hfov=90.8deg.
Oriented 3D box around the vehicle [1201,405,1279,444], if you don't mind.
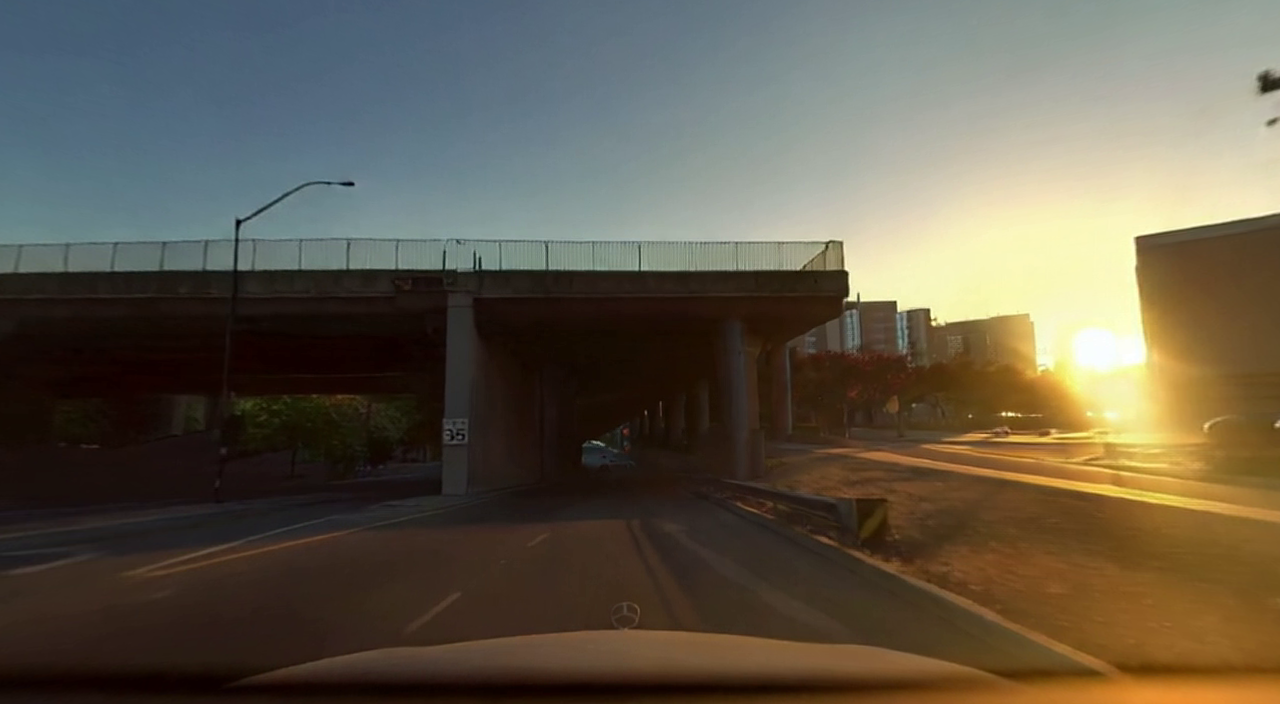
[{"bbox_3d":[25.298,2.933,25.165,1.931,1.465,4.207,0,-8,-2],"label":"vehicle"}]
